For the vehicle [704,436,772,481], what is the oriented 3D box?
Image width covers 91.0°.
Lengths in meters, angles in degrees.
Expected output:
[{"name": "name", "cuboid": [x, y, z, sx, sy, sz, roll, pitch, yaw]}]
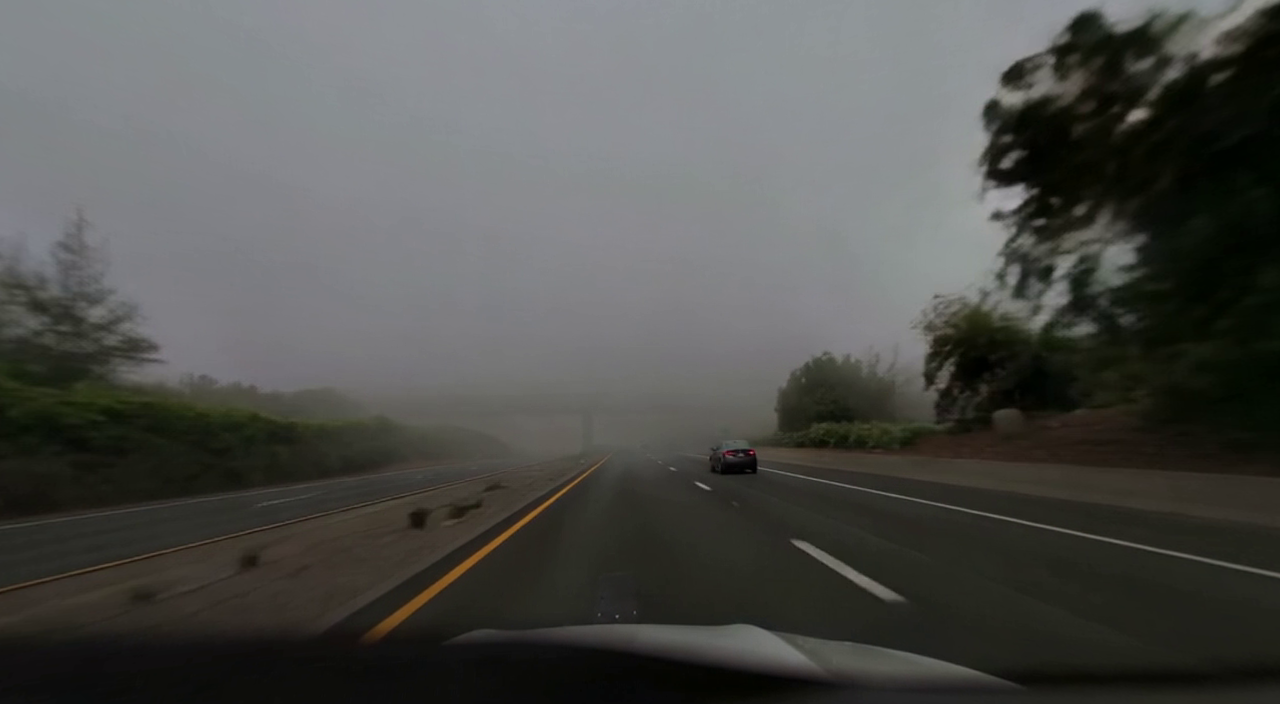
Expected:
[{"name": "vehicle", "cuboid": [3.463, 3.815, 22.895, 1.781, 1.470, 3.540, 0, -8, -2]}]
